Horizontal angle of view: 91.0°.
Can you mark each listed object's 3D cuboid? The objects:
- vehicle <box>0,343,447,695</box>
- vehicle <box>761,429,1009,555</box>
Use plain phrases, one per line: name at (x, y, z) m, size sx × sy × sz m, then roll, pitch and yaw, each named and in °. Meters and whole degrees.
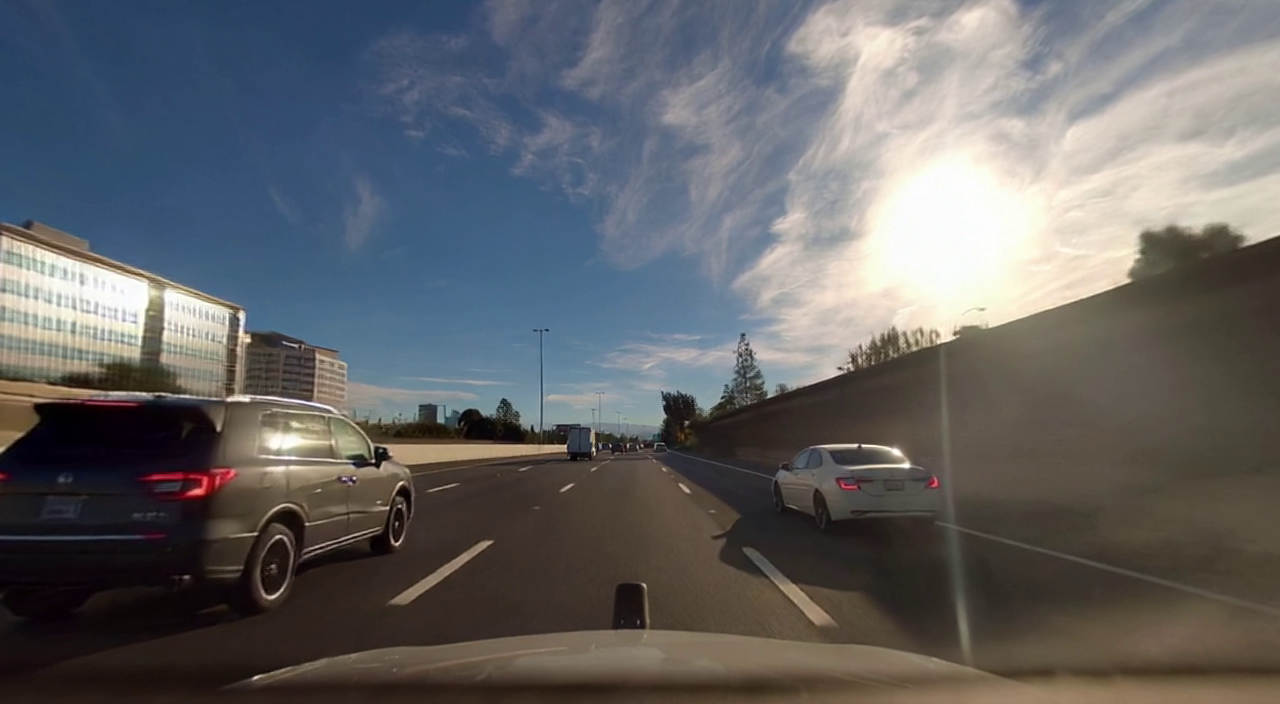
vehicle at (-3.952, 1.281, 6.169) m, size 2.285 × 1.853 × 5.564 m, roll 0°, pitch -9°, yaw 1°
vehicle at (3.513, 2.118, 10.305) m, size 2.047 × 1.532 × 4.884 m, roll 0°, pitch -9°, yaw -1°
